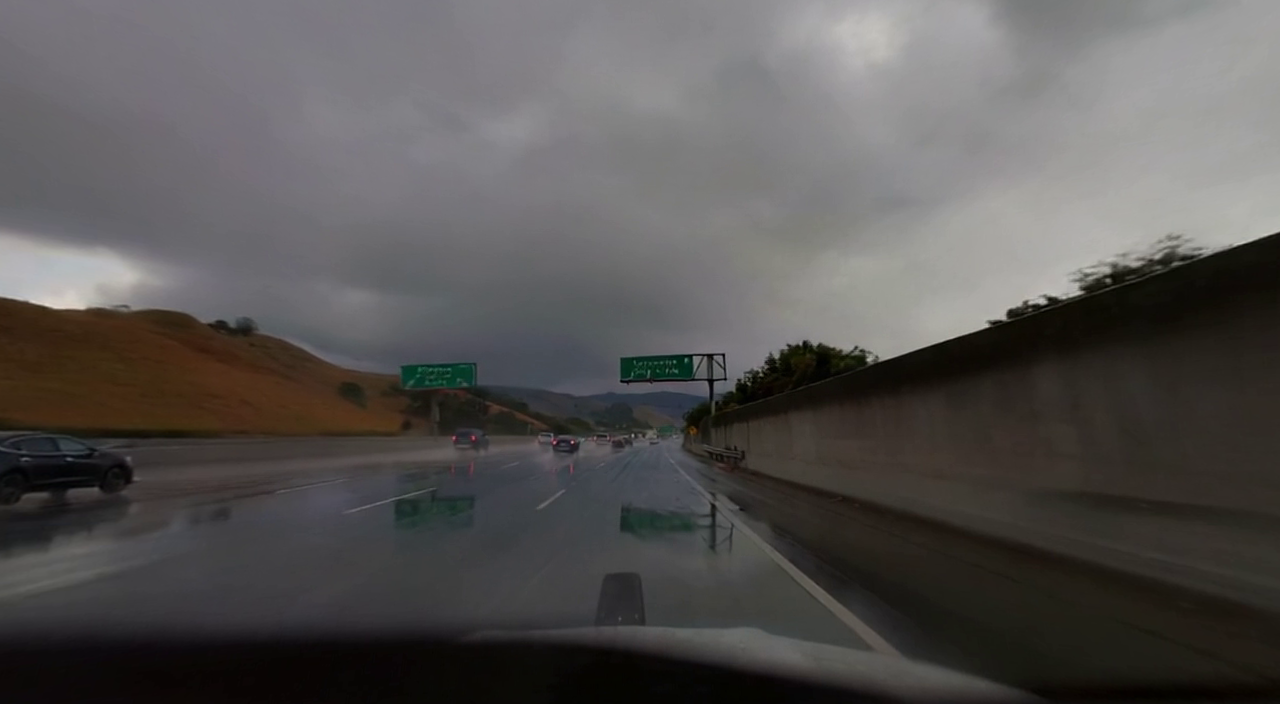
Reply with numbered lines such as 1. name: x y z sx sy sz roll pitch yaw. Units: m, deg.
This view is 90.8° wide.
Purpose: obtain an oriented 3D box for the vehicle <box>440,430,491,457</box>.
1. vehicle: -11.981 6.365 43.702 2.076 1.766 4.831 0 -8 1

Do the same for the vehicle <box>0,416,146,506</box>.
1. vehicle: -12.706 2.141 12.518 2.035 1.630 4.527 0 -8 1

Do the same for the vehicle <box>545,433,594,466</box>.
1. vehicle: -3.424 4.842 31.405 1.931 1.492 4.076 0 -8 1
